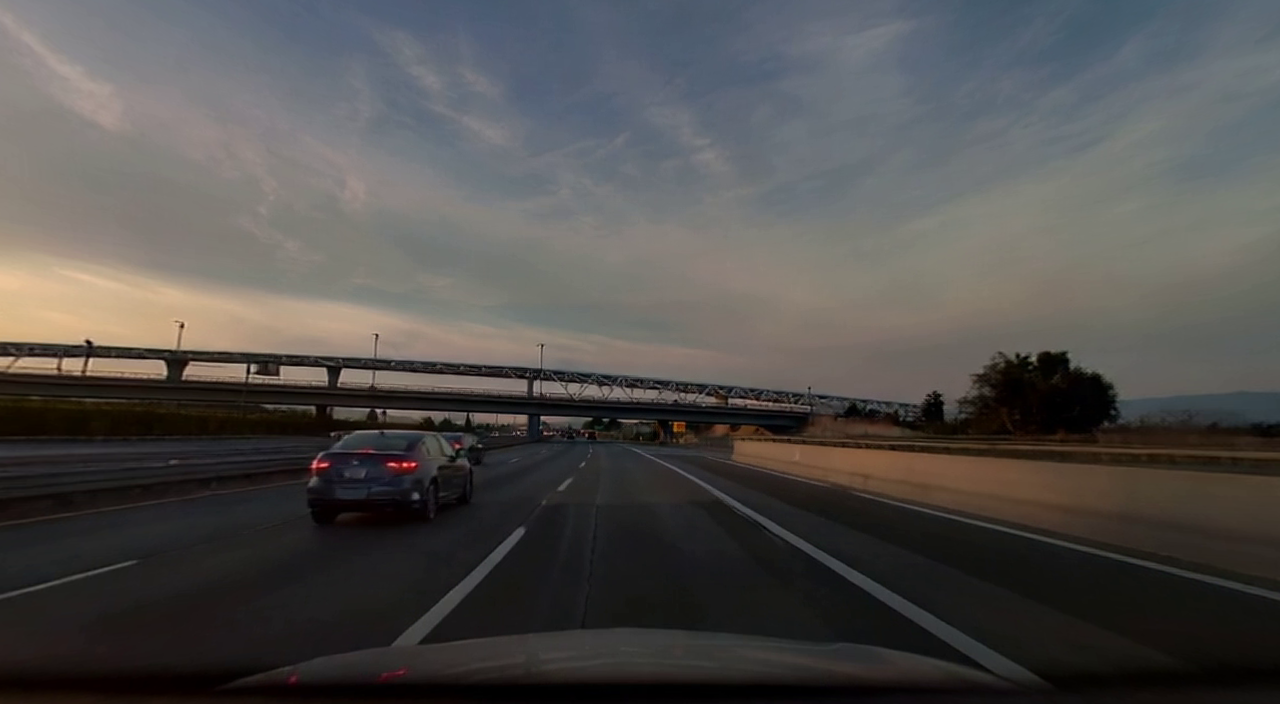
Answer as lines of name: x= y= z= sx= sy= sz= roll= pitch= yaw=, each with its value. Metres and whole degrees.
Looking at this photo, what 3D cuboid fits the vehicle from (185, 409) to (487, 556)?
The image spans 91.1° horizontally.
vehicle: x=-3.949 y=1.774 z=9.420 sx=2.123 sy=1.601 sz=4.887 roll=0 pitch=-8 yaw=-1
